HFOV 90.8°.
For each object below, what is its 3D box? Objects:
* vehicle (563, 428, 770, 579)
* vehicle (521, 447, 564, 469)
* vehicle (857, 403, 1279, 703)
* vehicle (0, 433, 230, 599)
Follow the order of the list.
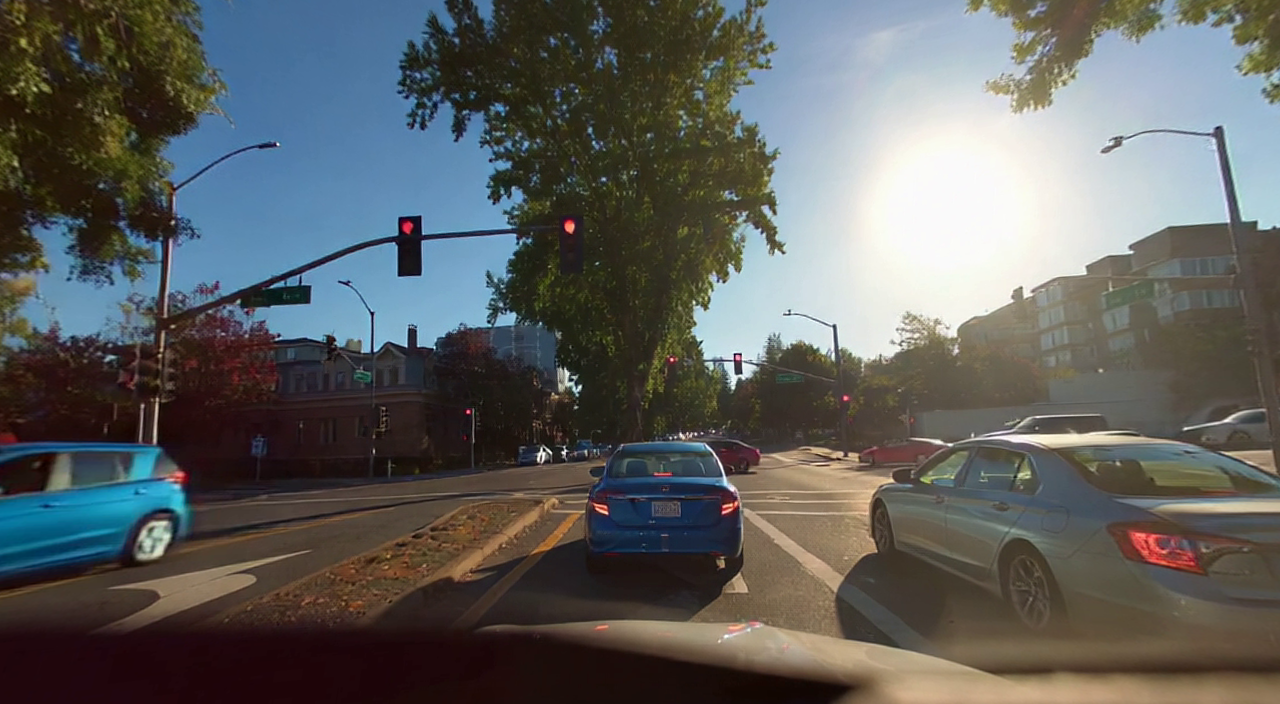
[{"bbox_3d":[0.301,1.818,8.333,2.090,1.505,3.756,-1,-9,1],"label":"vehicle"},{"bbox_3d":[-6.915,7.584,45.306,2.093,1.476,4.278,-1,-9,4],"label":"vehicle"},{"bbox_3d":[3.666,1.341,5.449,1.888,1.486,4.681,0,-9,-1],"label":"vehicle"},{"bbox_3d":[-7.540,1.816,7.273,1.996,1.705,4.577,-2,-9,11],"label":"vehicle"}]
